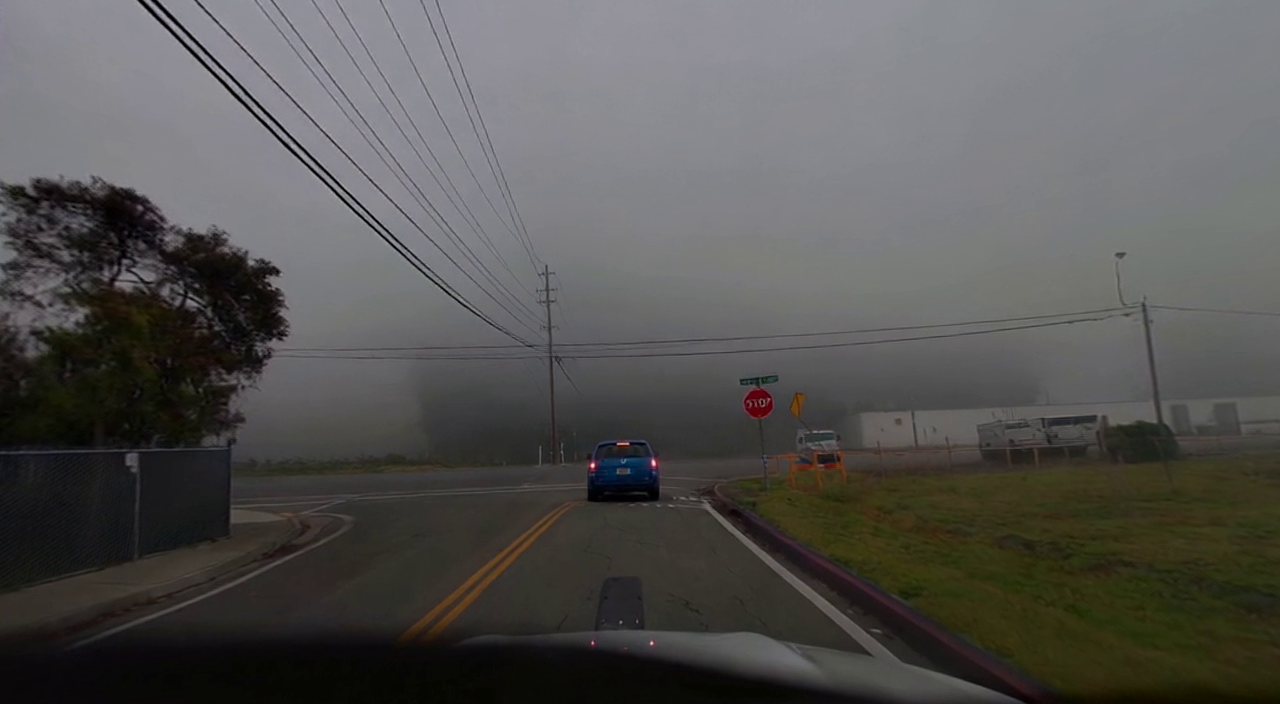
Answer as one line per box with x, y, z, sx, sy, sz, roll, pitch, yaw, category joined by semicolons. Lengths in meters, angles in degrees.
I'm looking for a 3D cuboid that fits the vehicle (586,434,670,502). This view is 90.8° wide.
-0.420;3.244;18.172;2.137;1.698;4.166;0;-8;-3;vehicle
